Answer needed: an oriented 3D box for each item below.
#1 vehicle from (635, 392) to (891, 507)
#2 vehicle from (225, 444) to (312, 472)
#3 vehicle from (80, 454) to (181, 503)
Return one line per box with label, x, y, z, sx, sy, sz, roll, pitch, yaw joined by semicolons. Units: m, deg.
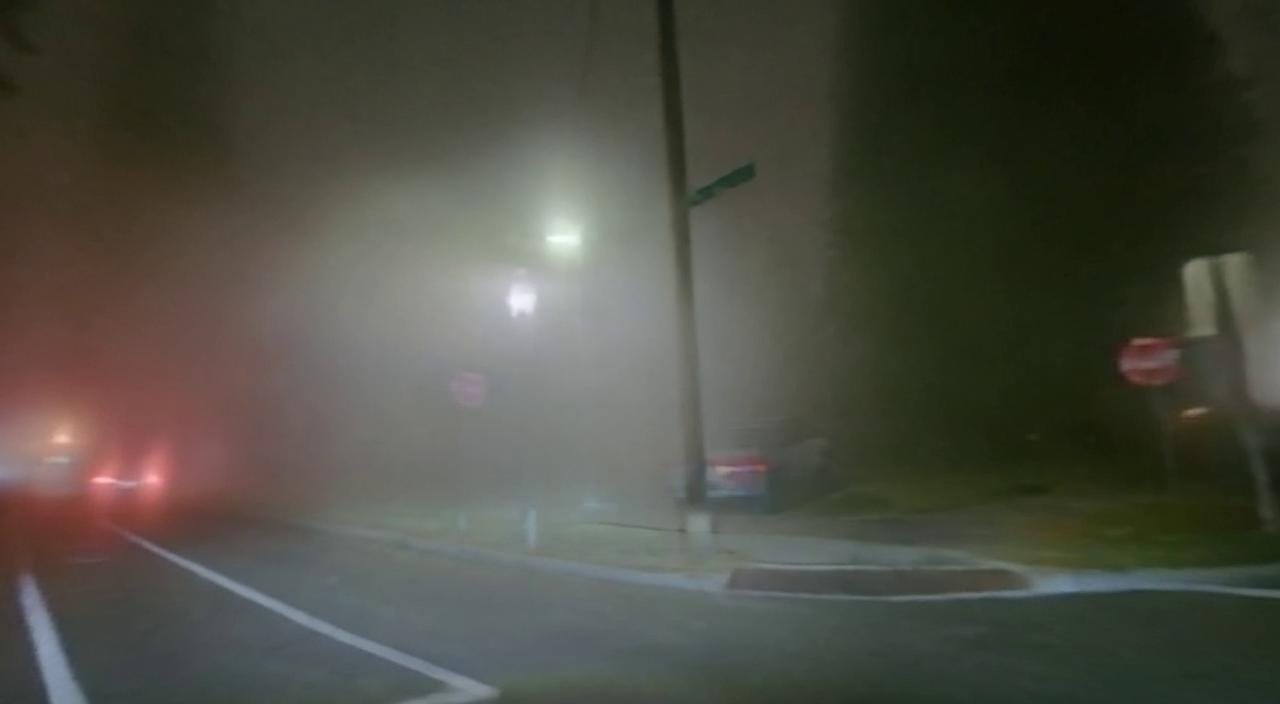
vehicle;2.873;1.889;13.448;5.980;1.915;2.286;4;-8;-44
vehicle;-21.202;6.013;36.023;1.855;1.512;3.827;-8;-11;42
vehicle;-18.799;4.562;23.192;4.578;1.524;1.979;-7;-11;41
